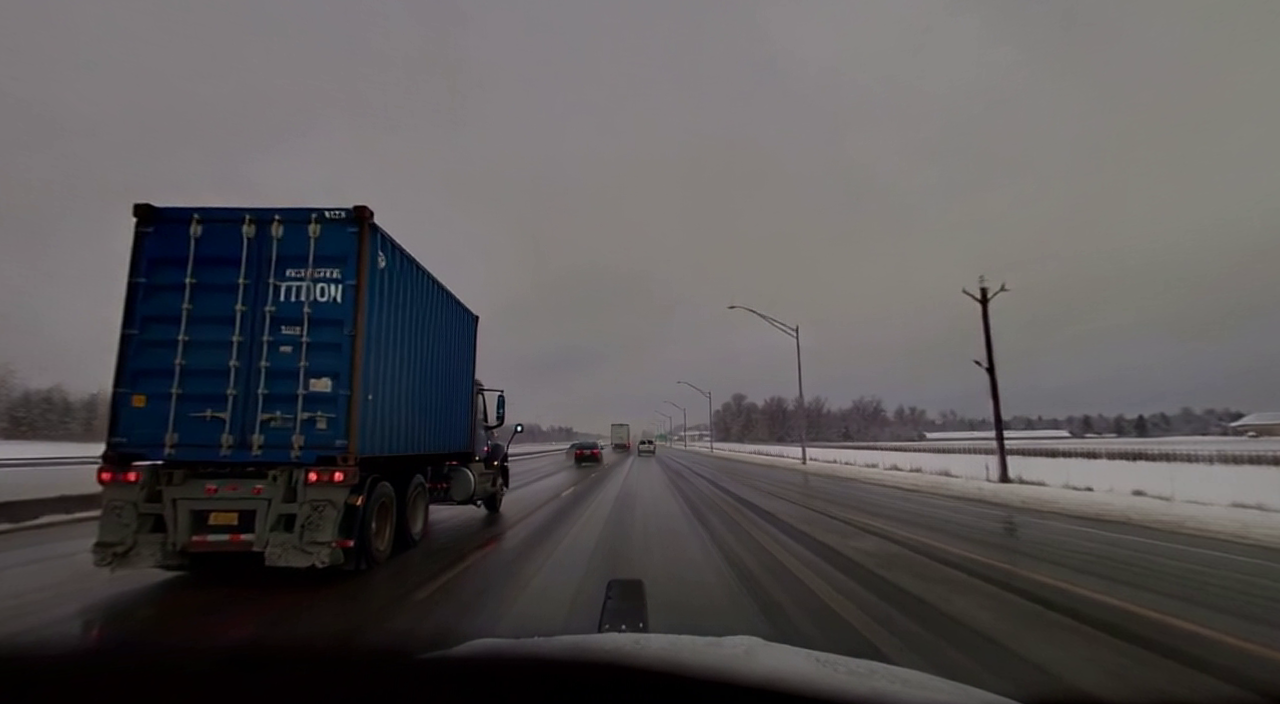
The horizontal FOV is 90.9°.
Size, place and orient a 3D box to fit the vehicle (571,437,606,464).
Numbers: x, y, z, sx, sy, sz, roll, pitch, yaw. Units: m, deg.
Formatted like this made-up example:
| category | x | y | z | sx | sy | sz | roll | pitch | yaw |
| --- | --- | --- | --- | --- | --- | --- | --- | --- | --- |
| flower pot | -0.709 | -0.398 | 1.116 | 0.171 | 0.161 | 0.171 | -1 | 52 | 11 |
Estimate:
| category | x | y | z | sx | sy | sz | roll | pitch | yaw |
| --- | --- | --- | --- | --- | --- | --- | --- | --- | --- |
| vehicle | -3.447 | 6.727 | 43.126 | 1.995 | 1.745 | 4.187 | 0 | -8 | 1 |

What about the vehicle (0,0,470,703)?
| category | x | y | z | sx | sy | sz | roll | pitch | yaw |
| --- | --- | --- | --- | --- | --- | --- | --- | --- | --- |
| vehicle | -4.020 | -0.255 | 2.281 | 2.840 | 4.032 | 13.388 | 0 | -8 | 1 |
